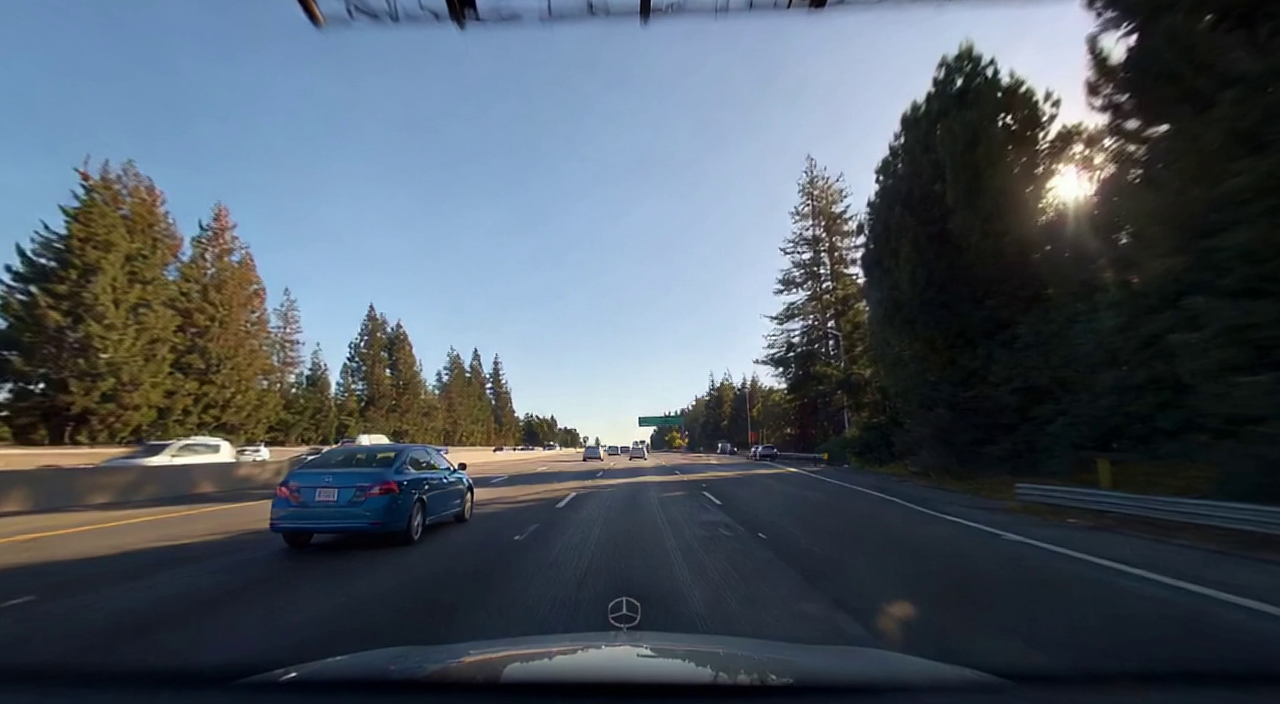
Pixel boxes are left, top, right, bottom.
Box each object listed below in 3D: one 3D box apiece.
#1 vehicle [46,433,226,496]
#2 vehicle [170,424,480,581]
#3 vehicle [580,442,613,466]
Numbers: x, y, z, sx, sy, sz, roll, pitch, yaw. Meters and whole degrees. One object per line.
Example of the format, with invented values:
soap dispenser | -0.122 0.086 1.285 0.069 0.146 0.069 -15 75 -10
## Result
vehicle | -17.563 3.931 22.470 2.058 1.967 5.183 0 -9 0
vehicle | -3.699 1.832 8.478 2.020 1.554 4.137 0 -9 0
vehicle | -3.241 7.780 48.194 2.206 1.683 4.300 0 -9 0
